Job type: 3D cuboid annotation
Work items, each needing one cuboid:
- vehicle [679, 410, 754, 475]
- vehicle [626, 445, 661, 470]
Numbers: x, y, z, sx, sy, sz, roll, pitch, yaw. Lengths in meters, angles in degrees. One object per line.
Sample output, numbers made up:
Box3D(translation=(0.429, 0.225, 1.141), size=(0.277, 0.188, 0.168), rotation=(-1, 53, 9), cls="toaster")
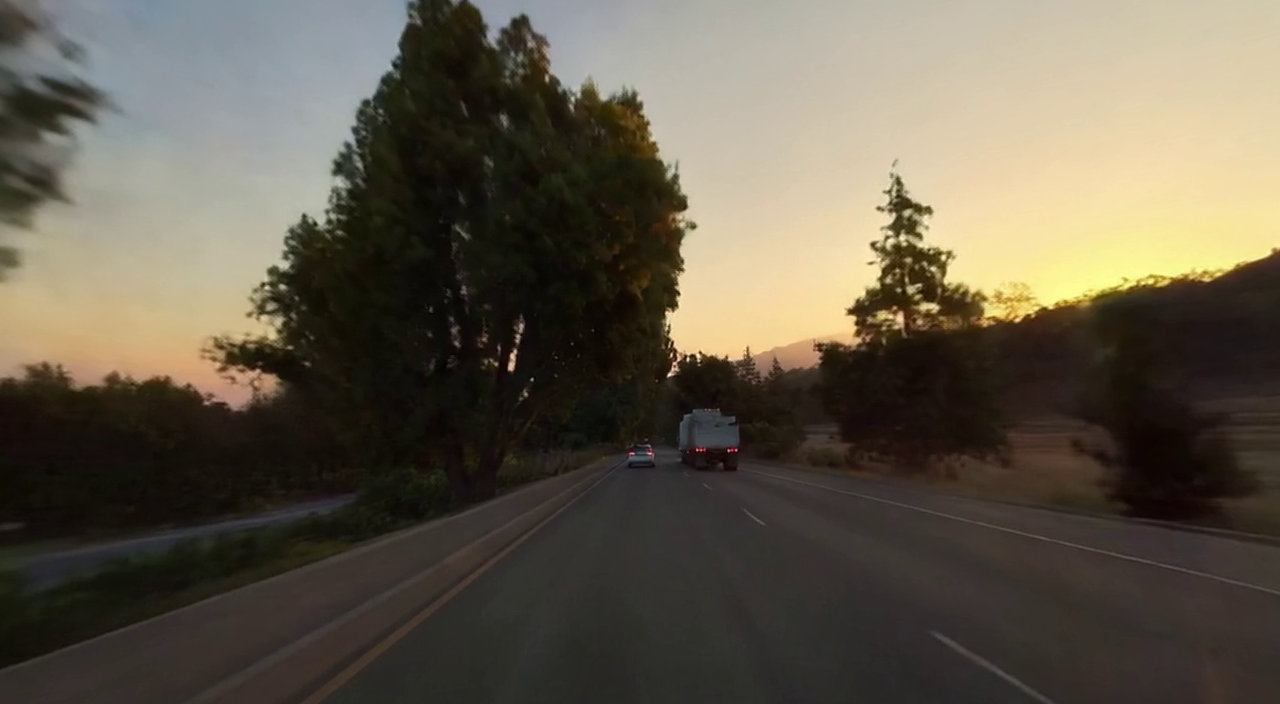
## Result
Box3D(translation=(4.008, 5.067, 35.076), size=(3.015, 3.211, 7.982), rotation=(0, -8, -1), cls="vehicle")
Box3D(translation=(0.240, 6.895, 41.356), size=(2.170, 1.544, 4.373), rotation=(0, -8, 0), cls="vehicle")
